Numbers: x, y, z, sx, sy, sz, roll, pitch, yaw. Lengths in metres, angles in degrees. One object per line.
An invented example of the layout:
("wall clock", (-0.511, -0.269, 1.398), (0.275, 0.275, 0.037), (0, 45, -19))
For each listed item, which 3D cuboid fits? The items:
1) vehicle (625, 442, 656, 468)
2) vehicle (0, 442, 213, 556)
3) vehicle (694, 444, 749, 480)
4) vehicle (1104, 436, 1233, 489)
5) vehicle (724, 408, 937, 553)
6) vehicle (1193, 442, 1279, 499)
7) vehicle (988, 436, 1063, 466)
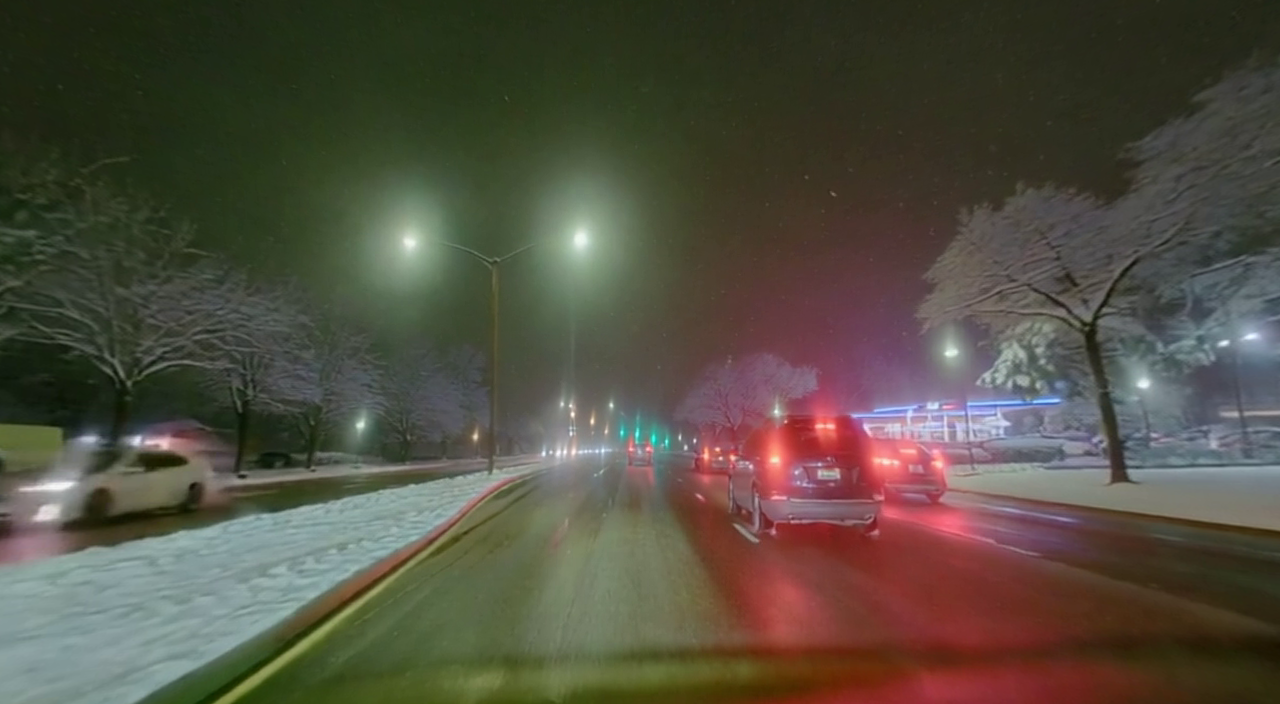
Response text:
("vehicle", (0.036, 7.291, 44.904), (2.101, 1.707, 3.904), (0, -9, 0))
("vehicle", (-8.954, 2.070, 9.417), (2.131, 1.378, 4.391), (0, -9, 0))
("vehicle", (3.644, 5.024, 29.052), (1.861, 1.478, 4.185), (0, -9, -1))
("vehicle", (18.296, 3.772, 21.854), (4.049, 1.671, 1.868), (4, -10, -28))
("vehicle", (2.875, 2.099, 10.971), (2.038, 1.917, 4.900), (0, -9, -2))
("vehicle", (18.572, 3.460, 18.795), (4.582, 1.491, 2.032), (6, -11, -35))
("vehicle", (23.964, 6.185, 39.492), (1.911, 1.714, 4.237), (-1, -9, 0))
